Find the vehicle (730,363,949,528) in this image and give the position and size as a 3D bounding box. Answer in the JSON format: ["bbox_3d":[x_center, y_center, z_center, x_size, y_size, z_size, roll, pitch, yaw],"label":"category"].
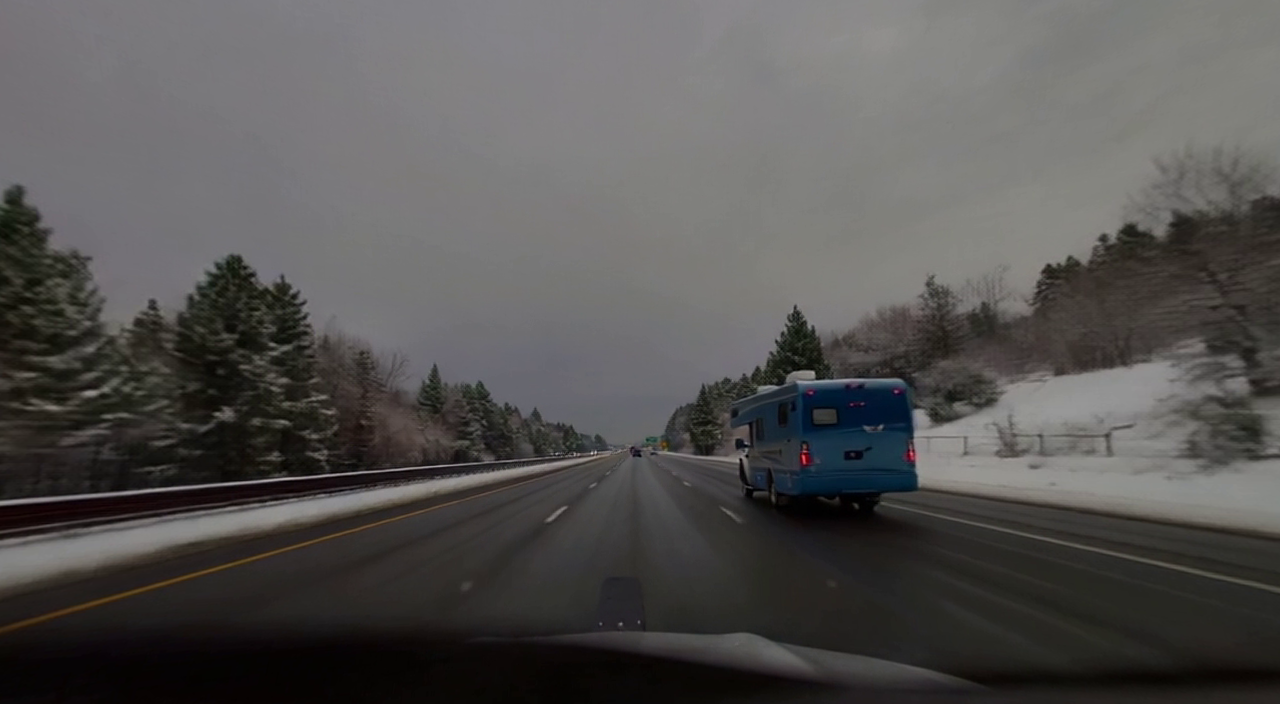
[{"bbox_3d":[3.803,2.047,13.835,2.556,2.763,6.287,0,-9,-1],"label":"vehicle"}]
